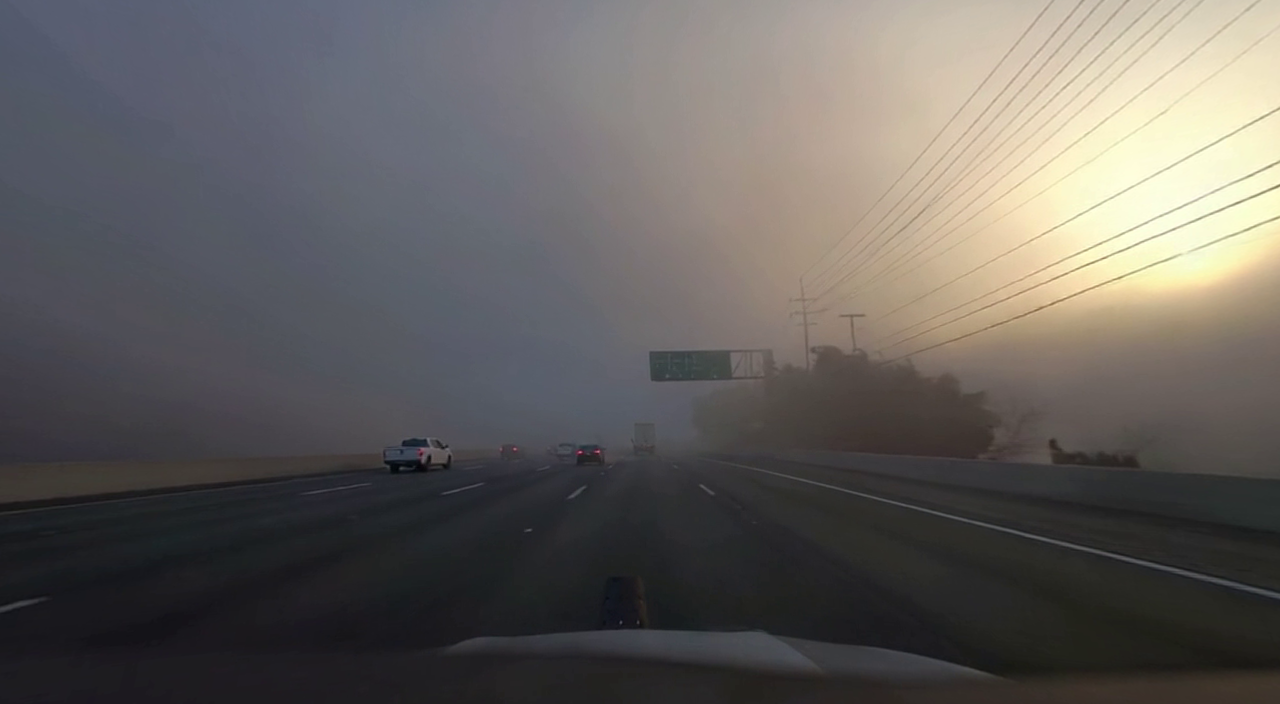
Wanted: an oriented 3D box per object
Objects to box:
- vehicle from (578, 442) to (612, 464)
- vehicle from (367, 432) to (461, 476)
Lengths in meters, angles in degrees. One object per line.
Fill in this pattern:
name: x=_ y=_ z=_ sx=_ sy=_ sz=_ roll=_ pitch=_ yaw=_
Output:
vehicle: x=-3.226 y=7.340 z=46.022 sx=2.045 sy=1.532 sz=4.954 roll=0 pitch=-9 yaw=1
vehicle: x=-10.608 y=4.845 z=30.158 sx=2.310 sy=1.853 sz=5.817 roll=0 pitch=-9 yaw=1
